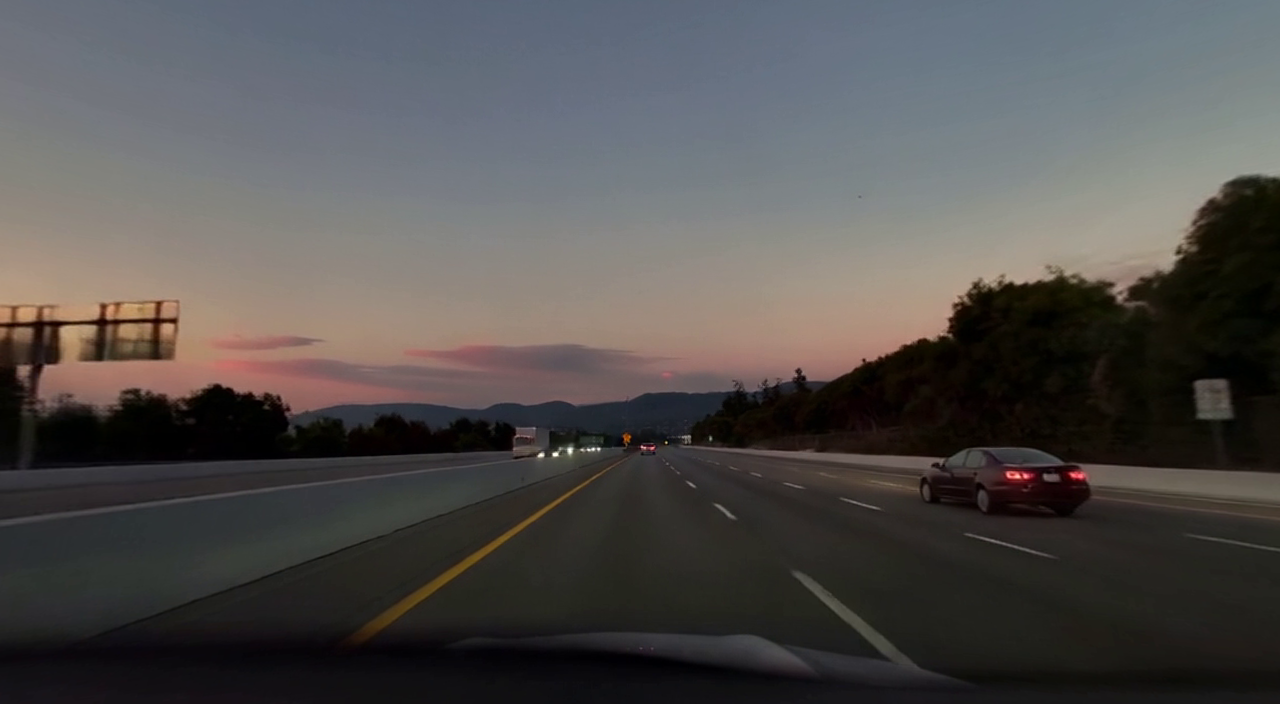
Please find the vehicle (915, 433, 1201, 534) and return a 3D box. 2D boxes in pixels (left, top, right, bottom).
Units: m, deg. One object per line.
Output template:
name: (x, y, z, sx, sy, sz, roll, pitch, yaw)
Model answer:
vehicle: (7.437, 2.351, 12.067, 2.093, 1.525, 4.865, 0, -8, -1)
